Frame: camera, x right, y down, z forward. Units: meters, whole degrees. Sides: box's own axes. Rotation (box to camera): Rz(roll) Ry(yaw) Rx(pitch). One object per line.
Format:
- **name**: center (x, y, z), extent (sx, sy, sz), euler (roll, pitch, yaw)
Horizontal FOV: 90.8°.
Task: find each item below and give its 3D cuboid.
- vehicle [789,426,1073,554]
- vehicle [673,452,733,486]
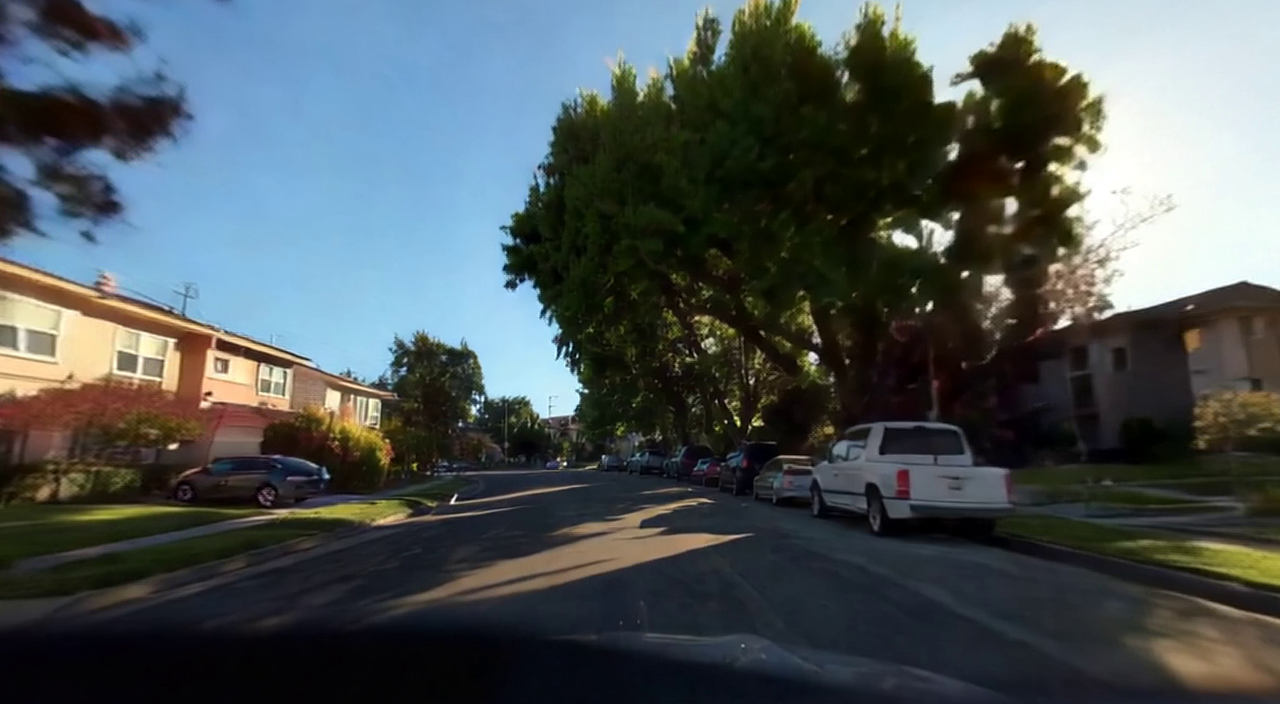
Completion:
- **vehicle**: center (5.209, 2.617, 12.835), extent (2.715, 1.900, 6.163), euler (1, -9, -1)
- **vehicle**: center (3.612, 6.823, 37.223), extent (2.111, 1.771, 4.942), euler (2, -9, -11)
